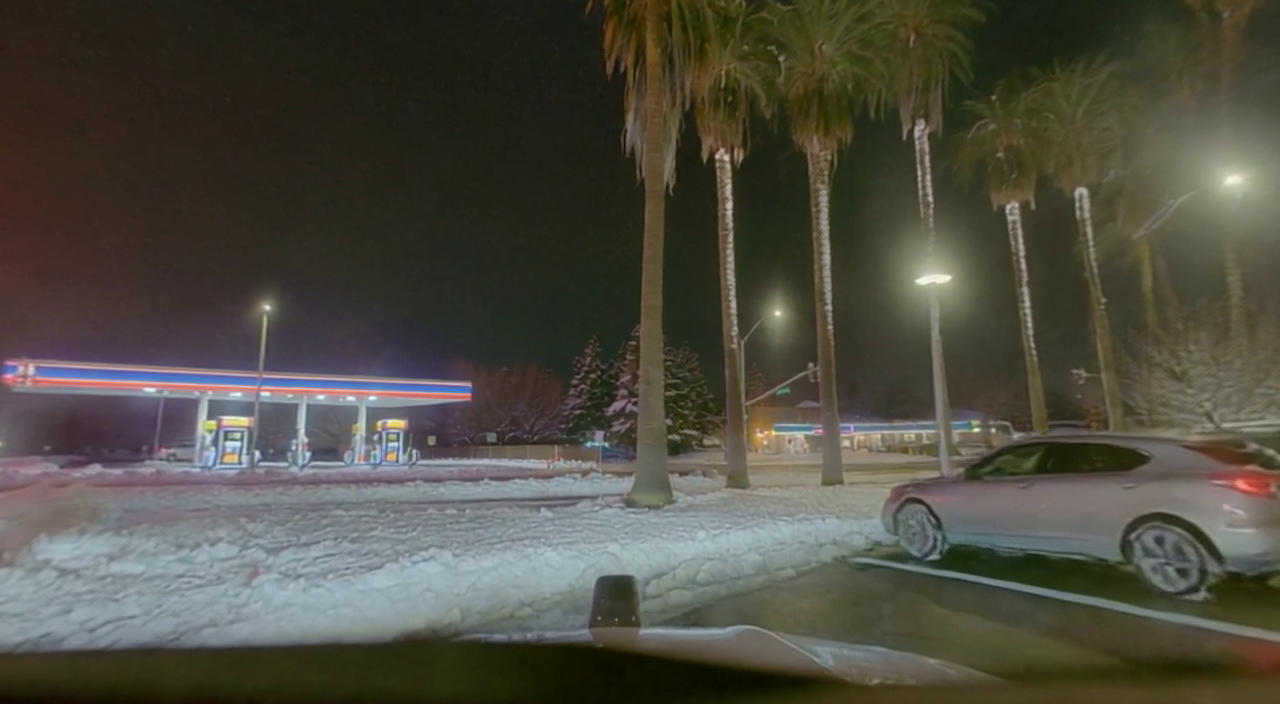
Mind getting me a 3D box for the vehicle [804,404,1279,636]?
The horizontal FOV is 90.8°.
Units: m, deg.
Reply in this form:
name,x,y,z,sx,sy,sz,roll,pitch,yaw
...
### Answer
name,x,y,z,sx,sy,sz,roll,pitch,yaw
vehicle,4.032,1.398,6.146,1.937,1.490,4.564,5,-10,-32
